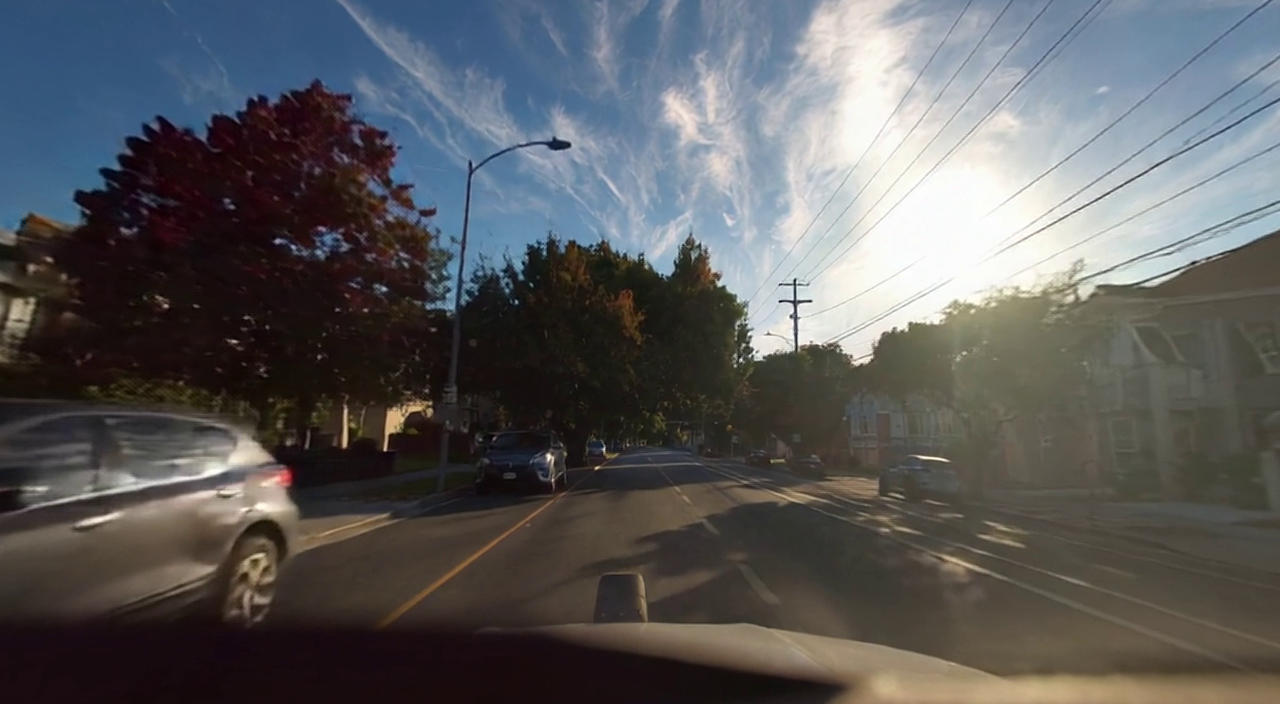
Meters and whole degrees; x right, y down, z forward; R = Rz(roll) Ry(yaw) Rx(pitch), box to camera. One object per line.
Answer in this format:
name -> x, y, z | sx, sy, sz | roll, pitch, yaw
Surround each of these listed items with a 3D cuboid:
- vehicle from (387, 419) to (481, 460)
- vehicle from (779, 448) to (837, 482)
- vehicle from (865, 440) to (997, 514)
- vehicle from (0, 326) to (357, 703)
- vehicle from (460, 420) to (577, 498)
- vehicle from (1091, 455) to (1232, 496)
vehicle -> -11.276, 4.796, 34.712 | 4.314, 1.790, 2.035 | 3, -8, 14
vehicle -> 9.644, 6.468, 36.544 | 1.977, 1.495, 4.800 | 8, -8, 2
vehicle -> 9.598, 4.100, 21.371 | 2.156, 1.882, 4.790 | 8, -8, 1
vehicle -> -3.439, 0.847, 2.758 | 2.127, 1.737, 4.961 | 0, -8, 0
vehicle -> -3.304, 3.065, 18.561 | 2.290, 1.924, 5.536 | 0, -8, 0
vehicle -> 22.272, 5.268, 27.135 | 4.172, 1.630, 2.112 | 0, -9, -2
